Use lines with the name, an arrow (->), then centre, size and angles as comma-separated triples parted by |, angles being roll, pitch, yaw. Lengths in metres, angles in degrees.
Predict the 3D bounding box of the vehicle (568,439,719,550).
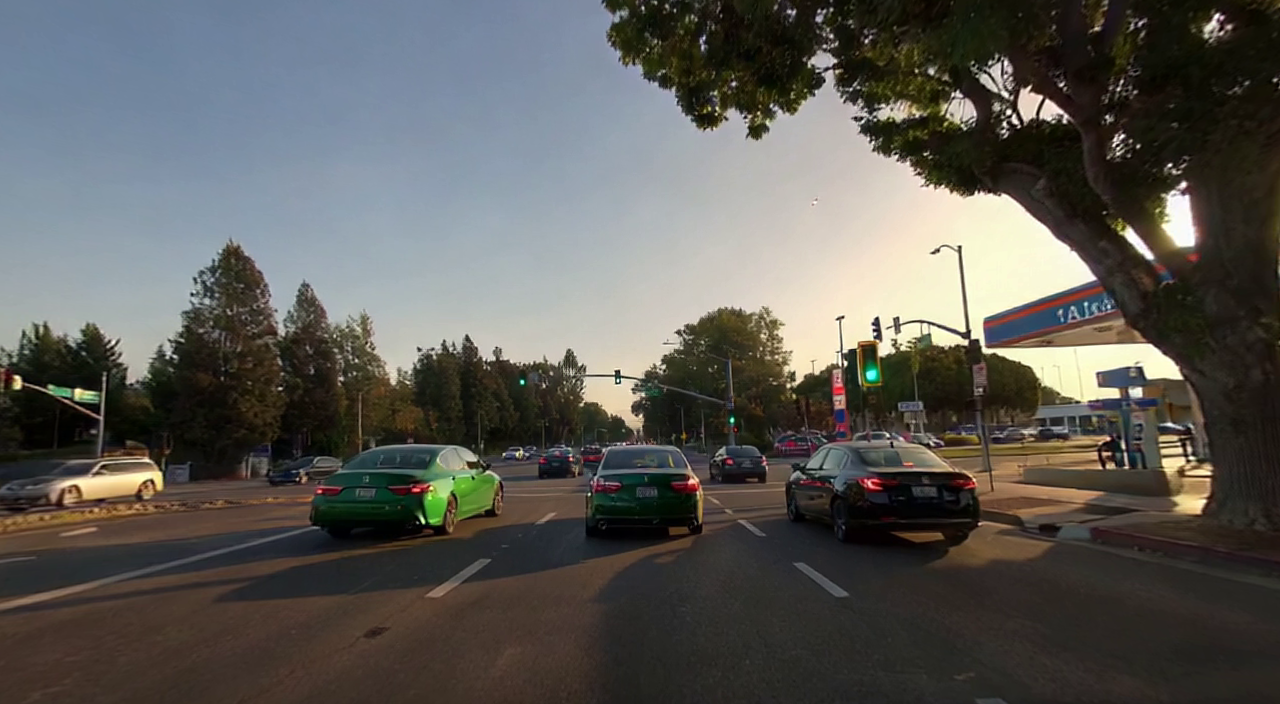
vehicle -> -0.005, 2.174, 10.337 | 1.994, 1.433, 3.894 | 0, -8, -2

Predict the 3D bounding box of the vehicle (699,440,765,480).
vehicle -> 3.670, 4.387, 25.932 | 1.942, 1.482, 4.623 | 0, -8, -1

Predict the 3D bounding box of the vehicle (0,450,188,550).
vehicle -> -10.543, 2.460, 10.968 | 1.964, 1.460, 4.428 | 0, -8, 1

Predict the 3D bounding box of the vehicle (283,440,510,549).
vehicle -> -3.739, 2.249, 10.746 | 1.995, 1.436, 4.500 | 0, -8, 1

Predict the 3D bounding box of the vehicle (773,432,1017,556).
vehicle -> 3.589, 2.068, 9.999 | 1.920, 1.479, 4.548 | 0, -8, -1

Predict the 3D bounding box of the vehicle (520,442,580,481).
vehicle -> -3.790, 4.694, 27.323 | 1.896, 1.501, 4.390 | 0, -8, 1
